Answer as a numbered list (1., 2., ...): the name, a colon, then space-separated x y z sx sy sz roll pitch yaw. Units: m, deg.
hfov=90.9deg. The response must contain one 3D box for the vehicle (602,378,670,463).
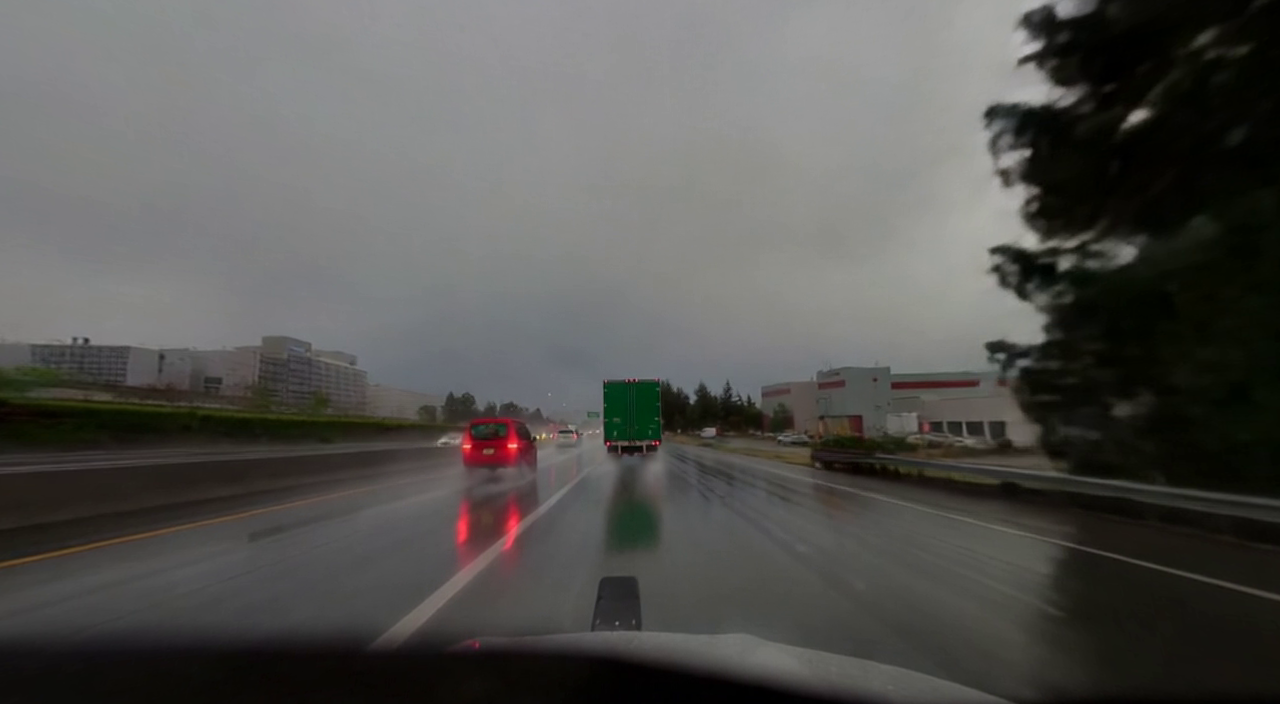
1. vehicle: -0.340 3.966 35.304 3.259 4.066 9.891 0 -8 -2

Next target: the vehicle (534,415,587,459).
1. vehicle: -5.139 5.677 42.086 2.717 2.714 6.997 0 -8 -1

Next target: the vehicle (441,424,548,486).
1. vehicle: -4.219 3.069 19.252 2.005 1.602 5.131 0 -8 1
